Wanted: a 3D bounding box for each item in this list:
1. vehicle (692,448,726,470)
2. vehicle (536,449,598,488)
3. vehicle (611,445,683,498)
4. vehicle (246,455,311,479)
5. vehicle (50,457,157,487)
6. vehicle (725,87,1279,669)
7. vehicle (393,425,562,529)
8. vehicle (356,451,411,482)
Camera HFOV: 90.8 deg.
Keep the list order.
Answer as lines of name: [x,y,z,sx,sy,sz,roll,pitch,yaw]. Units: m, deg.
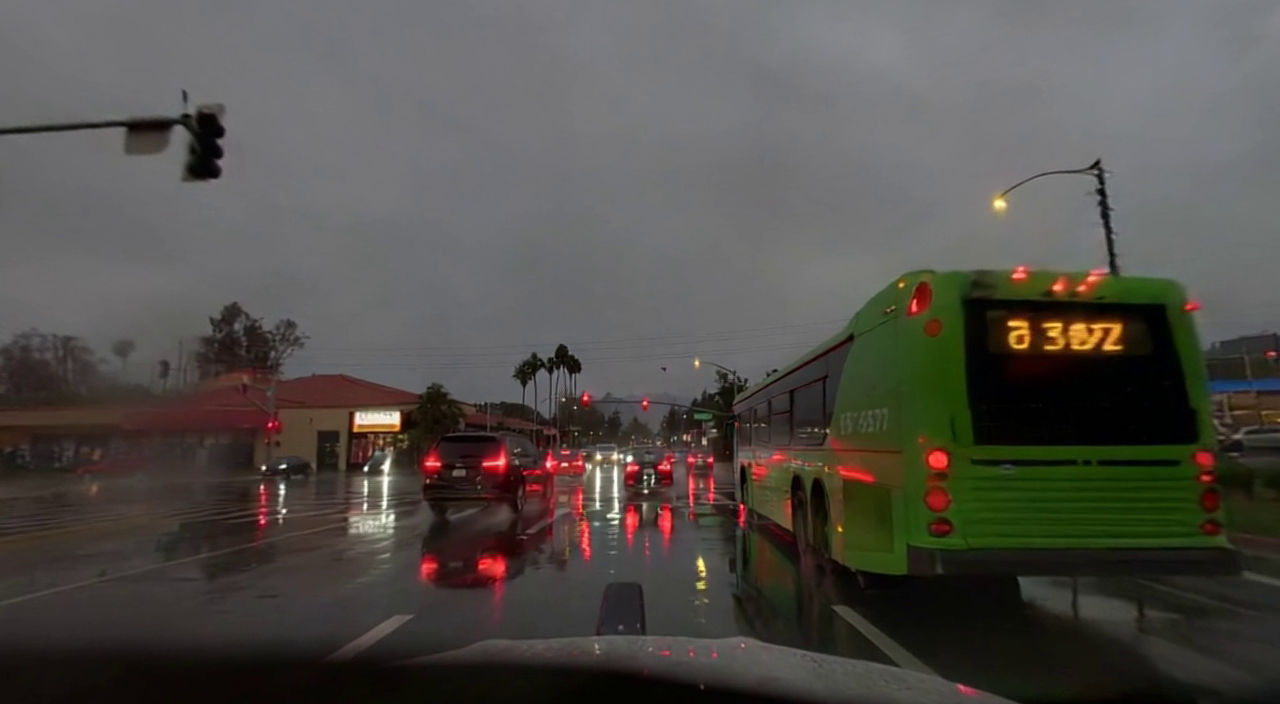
vehicle: [4.841,7.598,44.969,1.989,1.467,4.364,0,-9,1]
vehicle: [-2.865,4.688,25.786,1.919,1.415,4.178,0,-9,2]
vehicle: [0.246,3.726,20.065,2.060,1.499,3.831,0,-9,2]
vehicle: [-27.007,8.527,47.182,4.679,1.679,1.899,-5,-10,27]
vehicle: [-34.746,7.773,41.060,4.872,1.622,2.022,-1,-9,-7]
vehicle: [3.908,1.055,11.044,3.068,4.026,13.534,0,-9,0]
vehicle: [-3.199,2.594,13.751,2.145,1.824,4.974,-1,-9,3]
vehicle: [-15.325,6.765,37.602,2.076,1.540,4.577,3,-8,-34]
